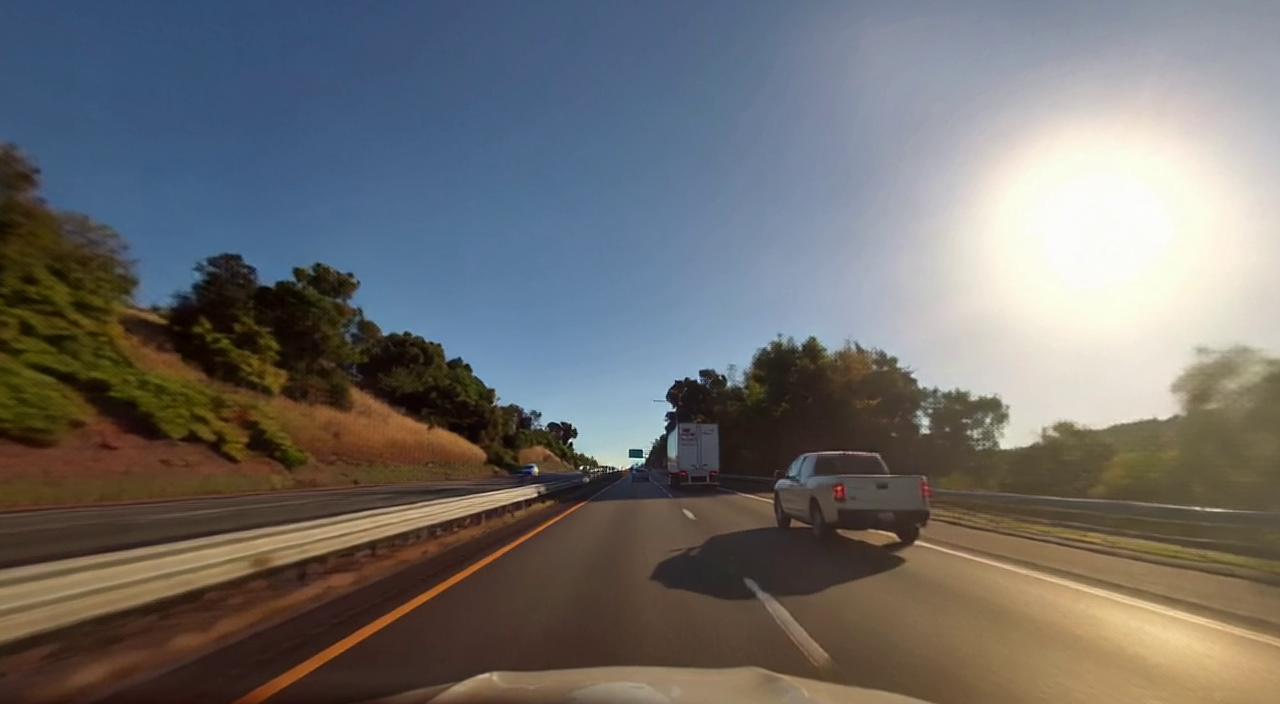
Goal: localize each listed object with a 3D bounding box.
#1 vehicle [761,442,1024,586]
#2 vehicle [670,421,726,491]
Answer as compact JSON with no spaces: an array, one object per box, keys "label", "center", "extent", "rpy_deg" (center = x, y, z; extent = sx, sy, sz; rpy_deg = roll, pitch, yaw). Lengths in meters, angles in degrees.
[{"label":"vehicle","center":[3.452,2.360,9.868],"extent":[2.124,1.662,4.641],"rpy_deg":[1,-10,-1]},{"label":"vehicle","center":[3.800,7.456,44.667],"extent":[2.863,4.088,14.040],"rpy_deg":[1,-10,1]}]
